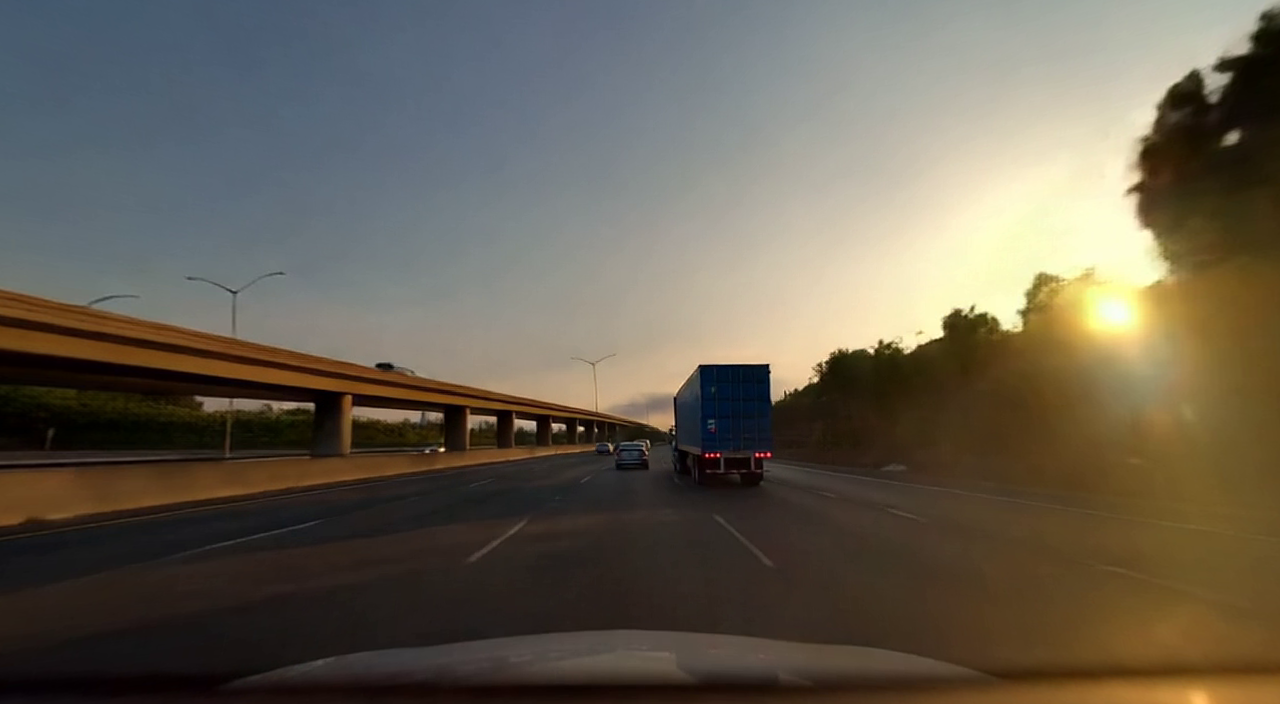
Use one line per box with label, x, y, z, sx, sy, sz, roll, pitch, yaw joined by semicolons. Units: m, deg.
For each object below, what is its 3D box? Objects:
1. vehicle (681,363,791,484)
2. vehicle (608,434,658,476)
vehicle;3.533;3.125;26.326;2.964;4.063;10.072;0;-9;0
vehicle;-0.282;4.577;28.235;2.077;1.716;4.514;0;-9;0
